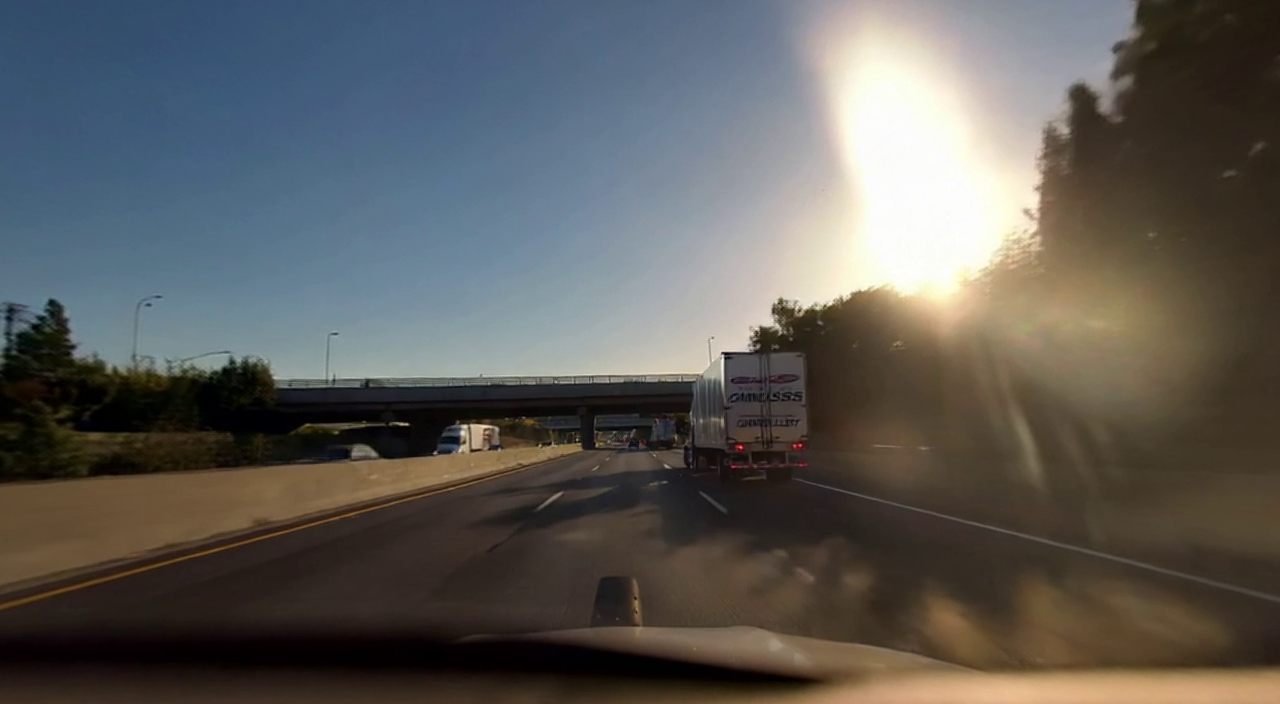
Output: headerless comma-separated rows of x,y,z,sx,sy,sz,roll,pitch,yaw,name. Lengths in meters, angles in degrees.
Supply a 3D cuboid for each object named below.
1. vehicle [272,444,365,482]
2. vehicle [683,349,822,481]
-13.542,4.674,26.807,1.901,1.468,3.912,0,-8,0,vehicle
3.951,2.955,26.816,2.976,4.064,14.619,0,-8,-1,vehicle
